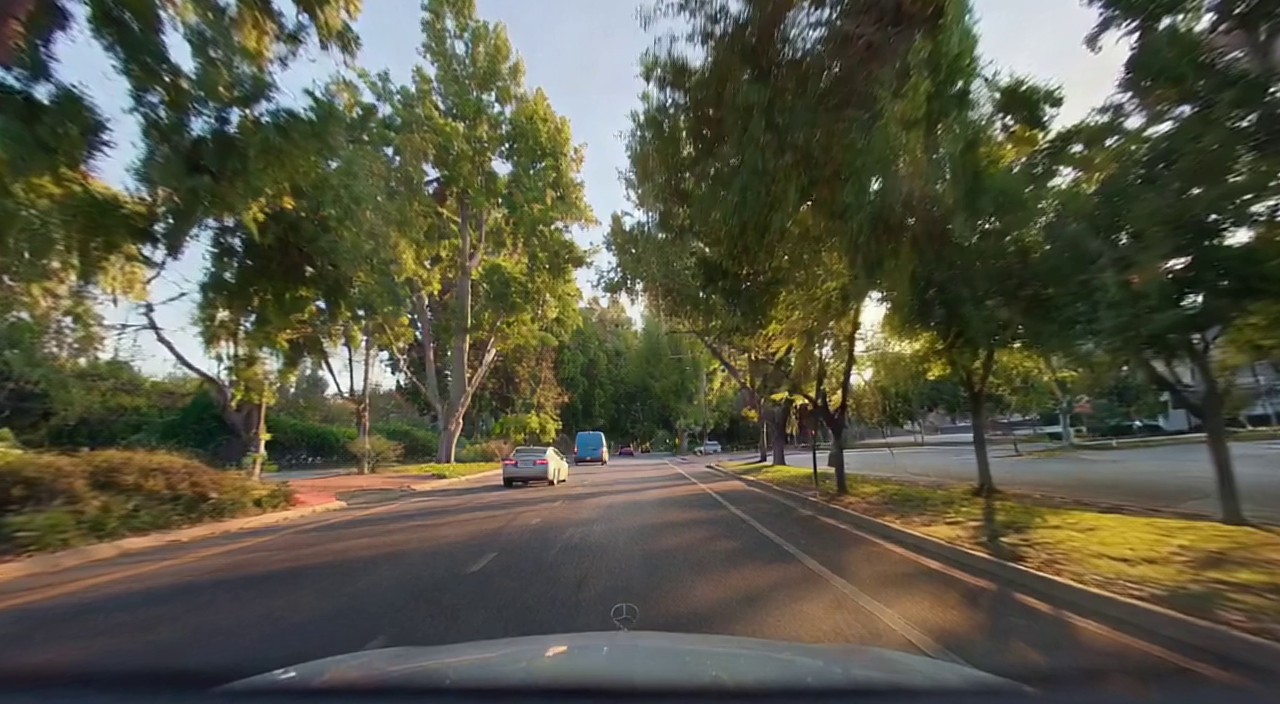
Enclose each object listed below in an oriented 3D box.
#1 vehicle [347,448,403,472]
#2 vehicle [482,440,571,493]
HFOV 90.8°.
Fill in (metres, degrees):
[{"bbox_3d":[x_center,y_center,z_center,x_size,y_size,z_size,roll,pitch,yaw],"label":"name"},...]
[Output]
[{"bbox_3d":[-19.212,7.815,46.005,1.965,1.636,4.561,0,-8,1],"label":"vehicle"},{"bbox_3d":[-3.451,3.567,20.039,2.009,1.473,4.028,0,-8,1],"label":"vehicle"}]
